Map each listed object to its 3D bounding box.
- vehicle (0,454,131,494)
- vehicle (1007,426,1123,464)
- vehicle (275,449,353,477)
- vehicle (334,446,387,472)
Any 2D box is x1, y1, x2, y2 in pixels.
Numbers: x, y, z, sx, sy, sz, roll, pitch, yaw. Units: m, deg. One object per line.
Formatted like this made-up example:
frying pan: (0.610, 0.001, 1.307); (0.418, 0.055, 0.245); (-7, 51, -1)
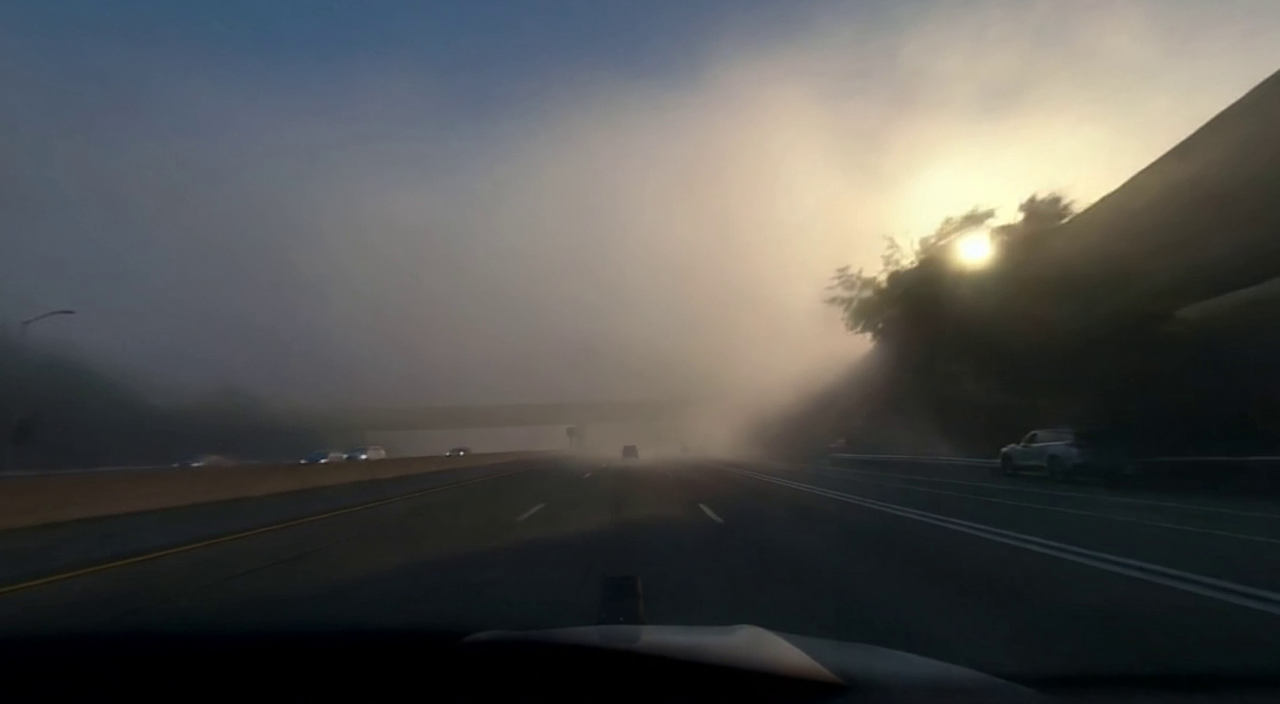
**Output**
vehicle: (-24.099, 5.049, 26.530); (1.902, 1.452, 4.441); (0, -9, -3)
vehicle: (18.565, 4.123, 27.901); (1.916, 1.508, 4.485); (0, -9, -2)
vehicle: (-18.656, 6.339, 36.436); (2.035, 1.485, 4.729); (0, -9, -1)
vehicle: (-19.673, 7.504, 44.718); (2.048, 1.713, 4.709); (1, -9, -7)
